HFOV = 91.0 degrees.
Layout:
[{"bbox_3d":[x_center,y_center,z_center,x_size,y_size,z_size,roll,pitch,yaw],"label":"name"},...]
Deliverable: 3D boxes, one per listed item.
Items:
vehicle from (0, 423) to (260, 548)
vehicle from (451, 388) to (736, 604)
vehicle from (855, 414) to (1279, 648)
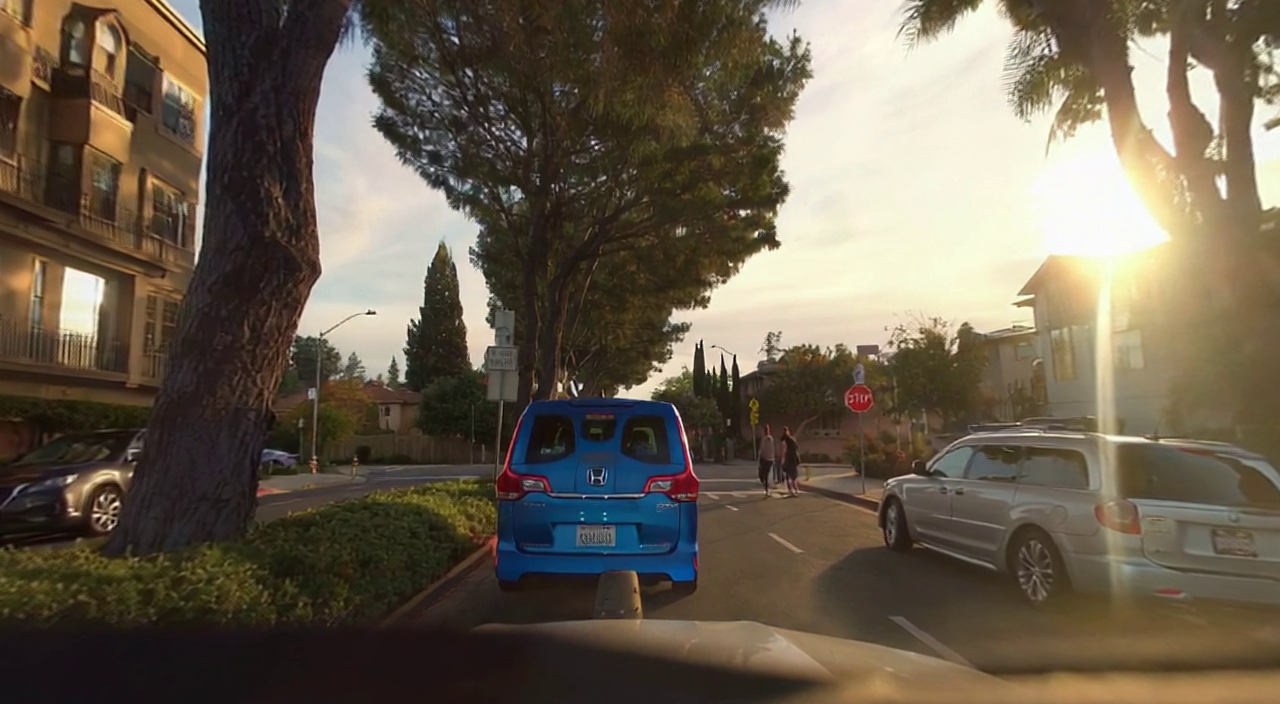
[{"bbox_3d":[-8.291,1.974,10.049,1.825,1.532,4.083,-3,-7,1],"label":"vehicle"},{"bbox_3d":[-0.390,1.548,7.669,2.377,1.787,4.652,0,-8,0],"label":"vehicle"},{"bbox_3d":[4.219,1.646,6.898,1.959,1.581,4.731,4,-9,-2],"label":"vehicle"}]
